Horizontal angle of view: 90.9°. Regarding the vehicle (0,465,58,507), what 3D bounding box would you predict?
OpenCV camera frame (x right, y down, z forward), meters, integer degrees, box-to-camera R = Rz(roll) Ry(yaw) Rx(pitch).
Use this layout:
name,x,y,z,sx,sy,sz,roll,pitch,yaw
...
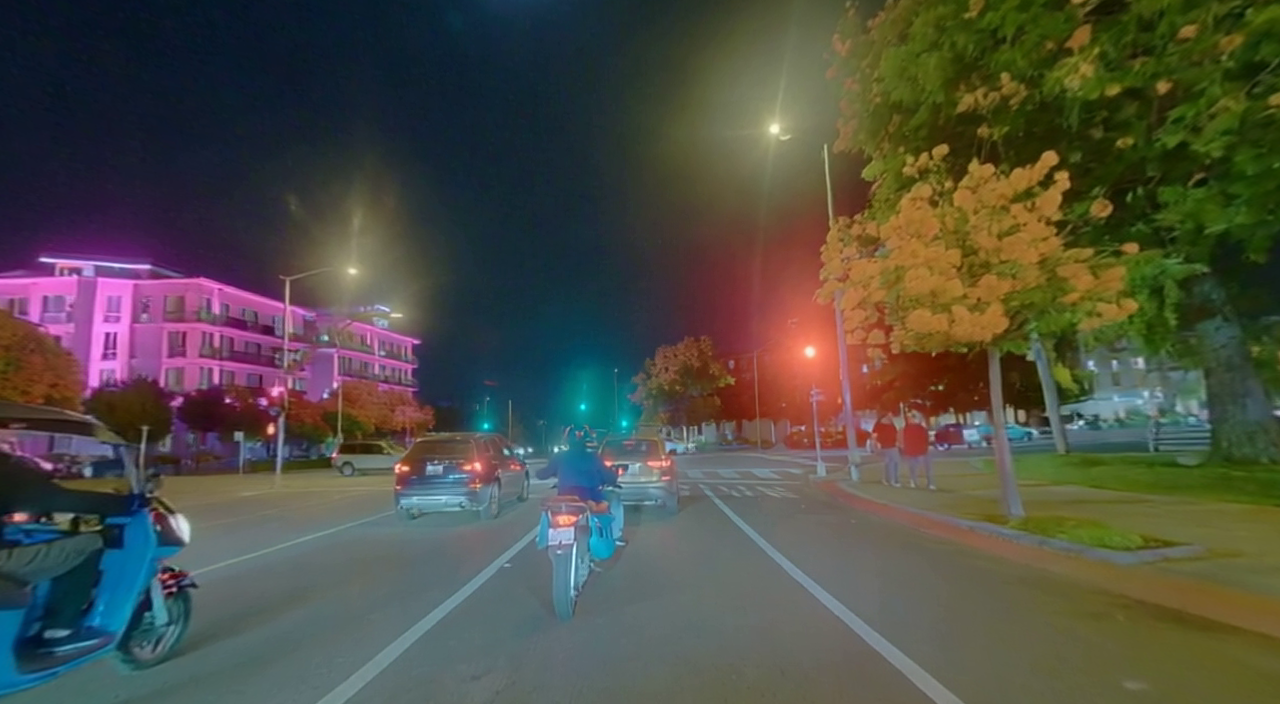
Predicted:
name,x,y,z,sx,sy,sz,roll,pitch,yaw
vehicle,-24.166,5.157,24.389,1.495,1.345,3.336,3,-8,-27

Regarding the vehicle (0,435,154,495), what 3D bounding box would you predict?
name,x,y,z,sx,sy,sz,roll,pitch,yaw
vehicle,-28.857,5.756,32.439,5.890,2.393,2.346,-5,-7,0

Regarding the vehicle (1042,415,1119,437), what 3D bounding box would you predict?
name,x,y,z,sx,sy,sz,roll,pitch,yaw
vehicle,30.847,5.232,44.198,1.751,1.420,4.027,7,-11,-42

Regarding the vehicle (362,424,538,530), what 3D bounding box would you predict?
name,x,y,z,sx,sy,sz,roll,pitch,yaw
vehicle,-3.281,2.248,11.867,1.935,1.615,4.073,-1,-9,2

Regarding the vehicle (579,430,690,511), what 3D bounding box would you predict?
name,x,y,z,sx,sy,sz,roll,pitch,yaw
vehicle,-0.060,2.483,13.646,2.025,1.458,4.085,-1,-9,1

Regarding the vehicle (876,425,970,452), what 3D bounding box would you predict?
name,x,y,z,sx,sy,sz,roll,pitch,yaw
vehicle,16.501,5.084,36.820,4.661,1.456,1.862,-6,-10,32
